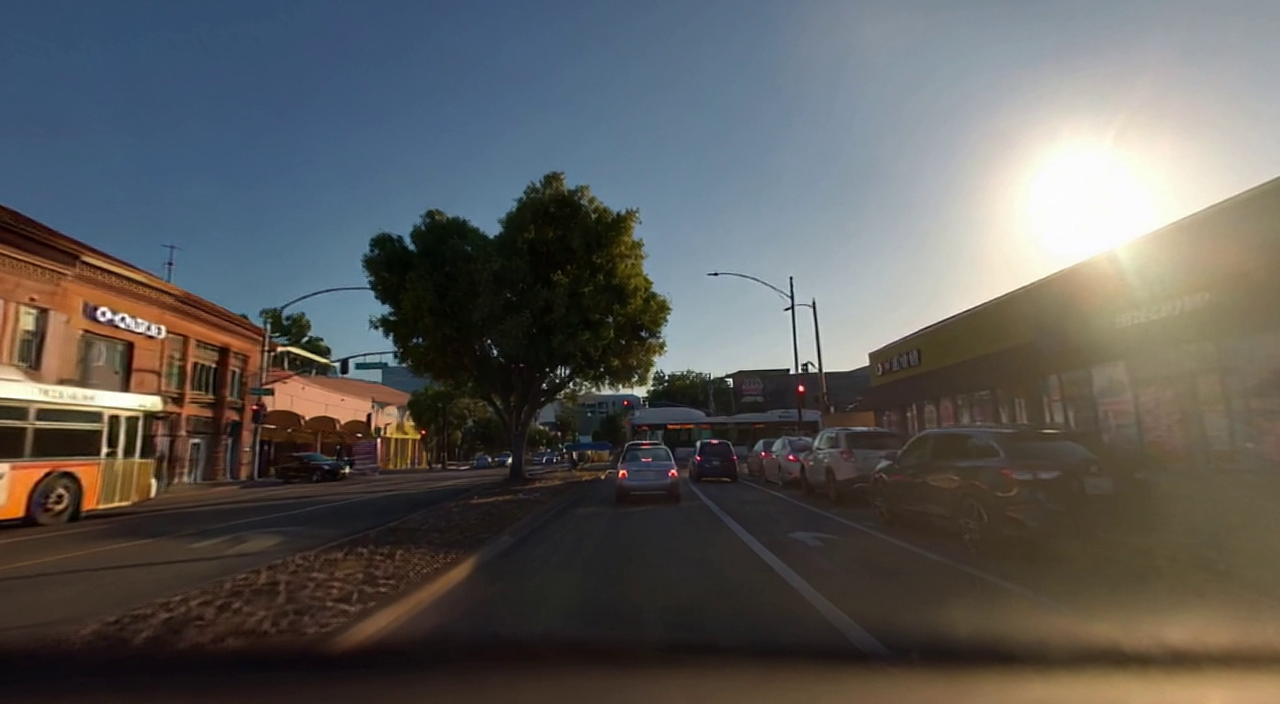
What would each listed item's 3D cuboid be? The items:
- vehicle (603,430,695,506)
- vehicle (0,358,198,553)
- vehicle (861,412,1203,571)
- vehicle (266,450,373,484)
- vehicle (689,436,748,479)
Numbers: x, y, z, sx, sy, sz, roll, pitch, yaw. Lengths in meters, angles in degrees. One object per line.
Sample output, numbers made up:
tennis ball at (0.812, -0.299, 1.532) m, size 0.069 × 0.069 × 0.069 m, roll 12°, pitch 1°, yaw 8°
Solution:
vehicle at (0.175, 3.020, 16.806) m, size 2.089 × 1.699 × 4.650 m, roll 0°, pitch -9°, yaw -1°
vehicle at (-12.875, 1.570, 9.429) m, size 3.356 × 3.365 × 12.460 m, roll 0°, pitch -9°, yaw 1°
vehicle at (4.963, 1.824, 8.958) m, size 2.014 × 1.681 × 4.332 m, roll 0°, pitch -9°, yaw -1°
vehicle at (-18.397, 6.583, 36.213) m, size 5.016 × 1.792 × 2.250 m, roll -1°, pitch -9°, yaw 10°
vehicle at (3.303, 4.506, 27.190) m, size 2.222 × 1.688 × 3.952 m, roll 0°, pitch -9°, yaw 3°
